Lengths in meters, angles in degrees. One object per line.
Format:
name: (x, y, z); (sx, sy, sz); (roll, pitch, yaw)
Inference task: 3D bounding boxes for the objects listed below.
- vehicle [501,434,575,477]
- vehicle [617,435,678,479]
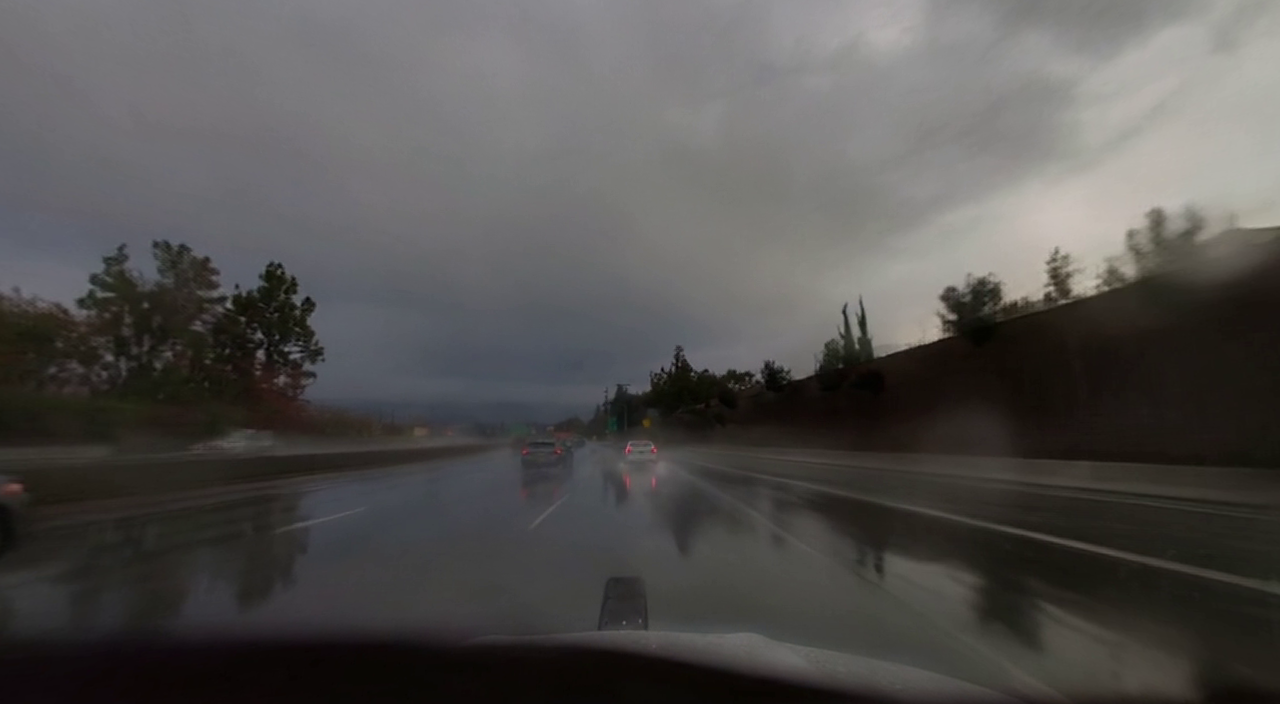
vehicle: (-3.968, 4.137, 25.465); (2.246, 1.519, 4.980); (0, -9, -1)
vehicle: (0.196, 3.818, 23.134); (2.051, 1.444, 3.927); (0, -9, -2)
